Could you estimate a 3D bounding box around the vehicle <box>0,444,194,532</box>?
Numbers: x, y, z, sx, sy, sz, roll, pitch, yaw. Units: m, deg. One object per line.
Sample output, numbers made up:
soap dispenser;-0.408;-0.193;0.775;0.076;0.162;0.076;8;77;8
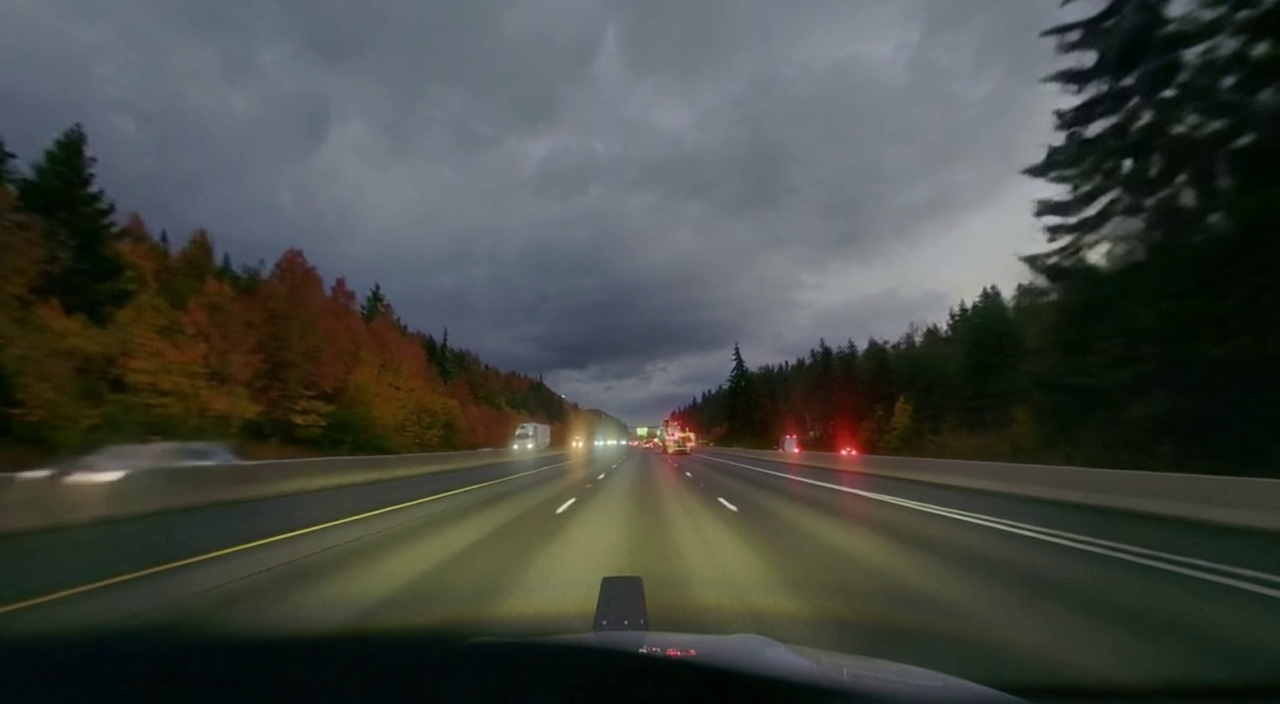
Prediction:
vehicle;-11.552;2.601;12.738;1.844;1.473;4.068;-1;-8;3
